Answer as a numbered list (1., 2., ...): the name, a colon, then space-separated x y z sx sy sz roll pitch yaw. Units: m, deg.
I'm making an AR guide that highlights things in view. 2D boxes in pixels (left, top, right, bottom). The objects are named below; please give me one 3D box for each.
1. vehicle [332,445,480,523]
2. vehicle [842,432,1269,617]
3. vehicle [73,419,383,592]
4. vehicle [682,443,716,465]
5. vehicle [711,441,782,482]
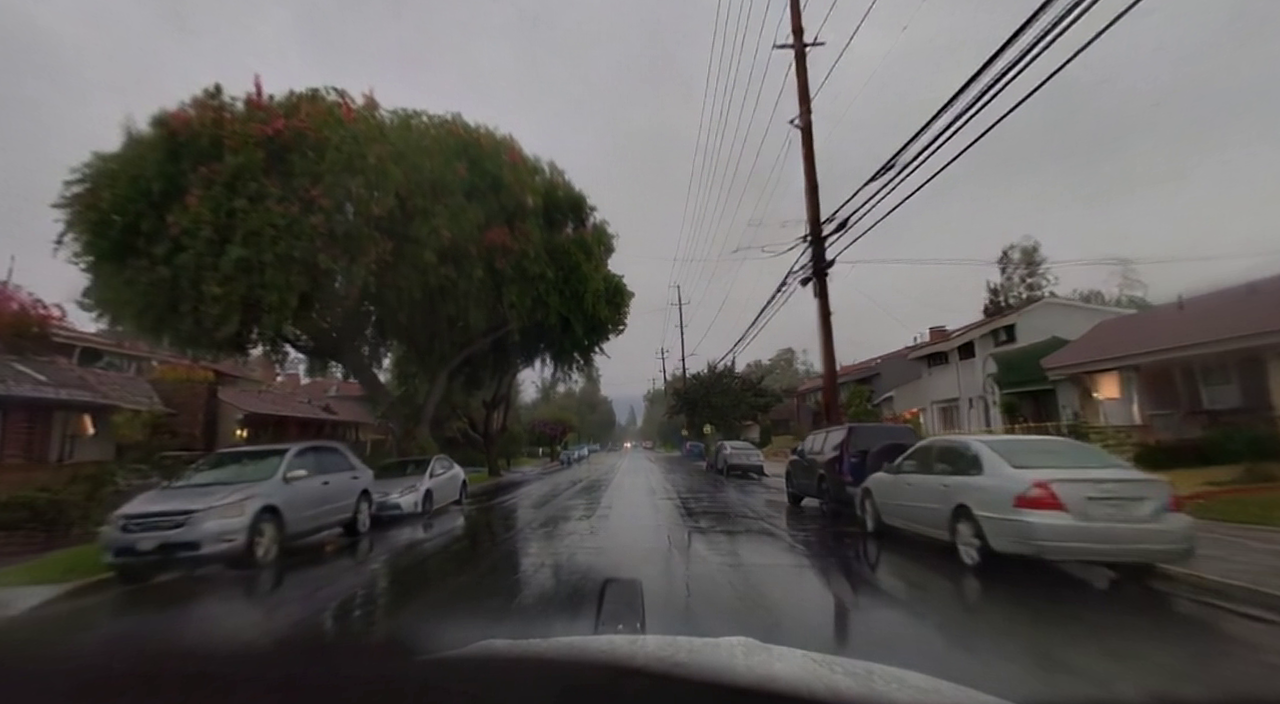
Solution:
1. vehicle: -5.704 3.218 16.111 1.991 1.464 4.763 -3 -7 0
2. vehicle: 3.983 1.682 7.252 1.804 1.422 4.497 0 -8 -1
3. vehicle: -5.688 2.060 9.650 2.046 1.825 4.627 -3 -7 -6
4. vehicle: 4.242 7.360 45.829 1.911 1.538 3.960 0 -8 -2
5. vehicle: 4.178 4.382 25.596 1.930 1.470 4.738 0 -8 -1
